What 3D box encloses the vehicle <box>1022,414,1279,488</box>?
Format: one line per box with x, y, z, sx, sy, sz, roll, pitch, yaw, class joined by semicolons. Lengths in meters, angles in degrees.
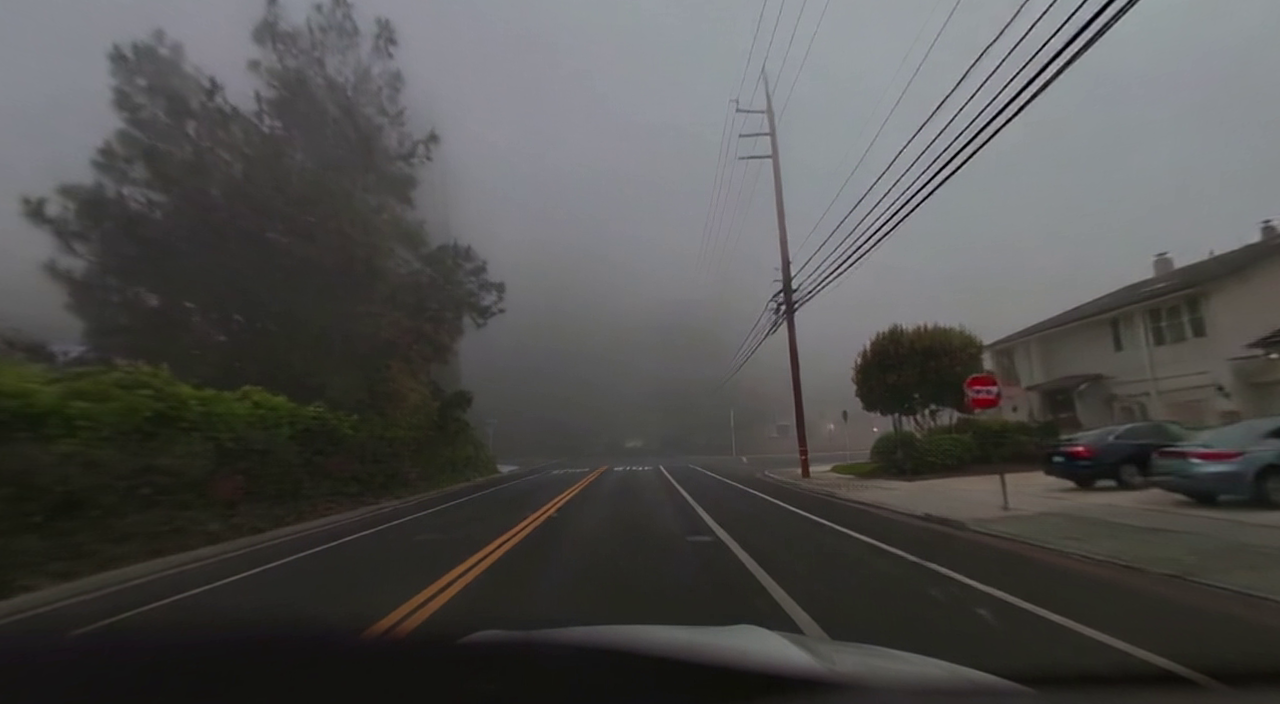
12.058;2.328;15.055;4.643;1.613;1.982;0;-8;-4;vehicle

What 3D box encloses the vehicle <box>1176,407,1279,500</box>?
12.684;1.772;11.150;4.650;1.484;1.929;0;-8;-1;vehicle
